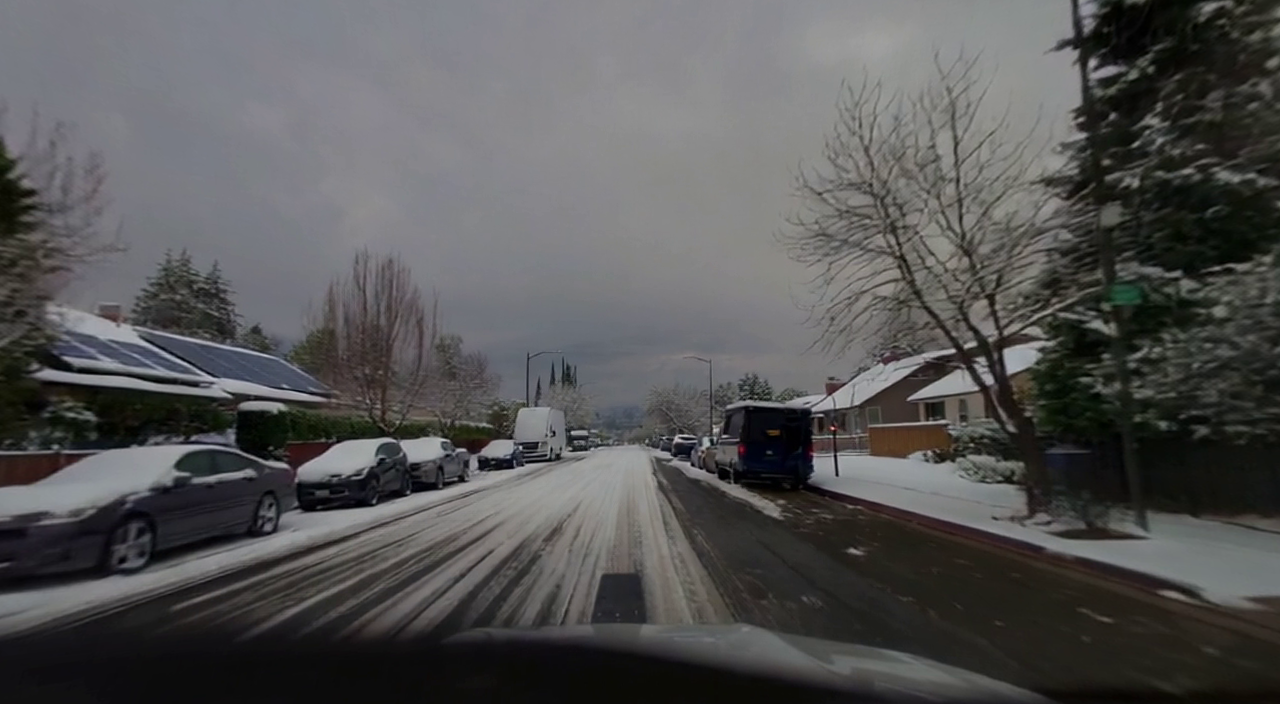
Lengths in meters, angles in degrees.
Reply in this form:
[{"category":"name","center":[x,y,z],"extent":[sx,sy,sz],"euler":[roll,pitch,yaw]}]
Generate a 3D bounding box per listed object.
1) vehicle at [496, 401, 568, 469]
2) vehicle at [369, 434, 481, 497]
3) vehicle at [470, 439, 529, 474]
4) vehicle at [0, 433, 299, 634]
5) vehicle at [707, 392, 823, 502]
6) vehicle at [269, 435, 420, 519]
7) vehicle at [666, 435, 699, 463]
[{"category":"vehicle","center":[-6.281,4.980,37.943],"extent":[2.896,3.648,8.004],"euler":[0,-8,0]},{"category":"vehicle","center":[-6.193,3.300,18.754],"extent":[1.818,1.563,4.483],"euler":[-2,-8,0]},{"category":"vehicle","center":[-6.414,4.791,29.176],"extent":[1.921,1.470,4.068],"euler":[0,-8,-1]},{"category":"vehicle","center":[-6.292,1.861,7.632],"extent":[1.901,1.472,4.676],"euler":[-2,-5,-2]},{"category":"vehicle","center":[3.233,2.550,17.347],"extent":[2.215,2.542,4.550],"euler":[-1,-7,0]},{"category":"vehicle","center":[-6.279,2.632,13.837],"extent":[1.758,1.519,3.396],"euler":[-2,-7,-2]},{"category":"vehicle","center":[2.942,6.795,44.406],"extent":[1.965,1.855,4.677],"euler":[0,-8,-1]}]
